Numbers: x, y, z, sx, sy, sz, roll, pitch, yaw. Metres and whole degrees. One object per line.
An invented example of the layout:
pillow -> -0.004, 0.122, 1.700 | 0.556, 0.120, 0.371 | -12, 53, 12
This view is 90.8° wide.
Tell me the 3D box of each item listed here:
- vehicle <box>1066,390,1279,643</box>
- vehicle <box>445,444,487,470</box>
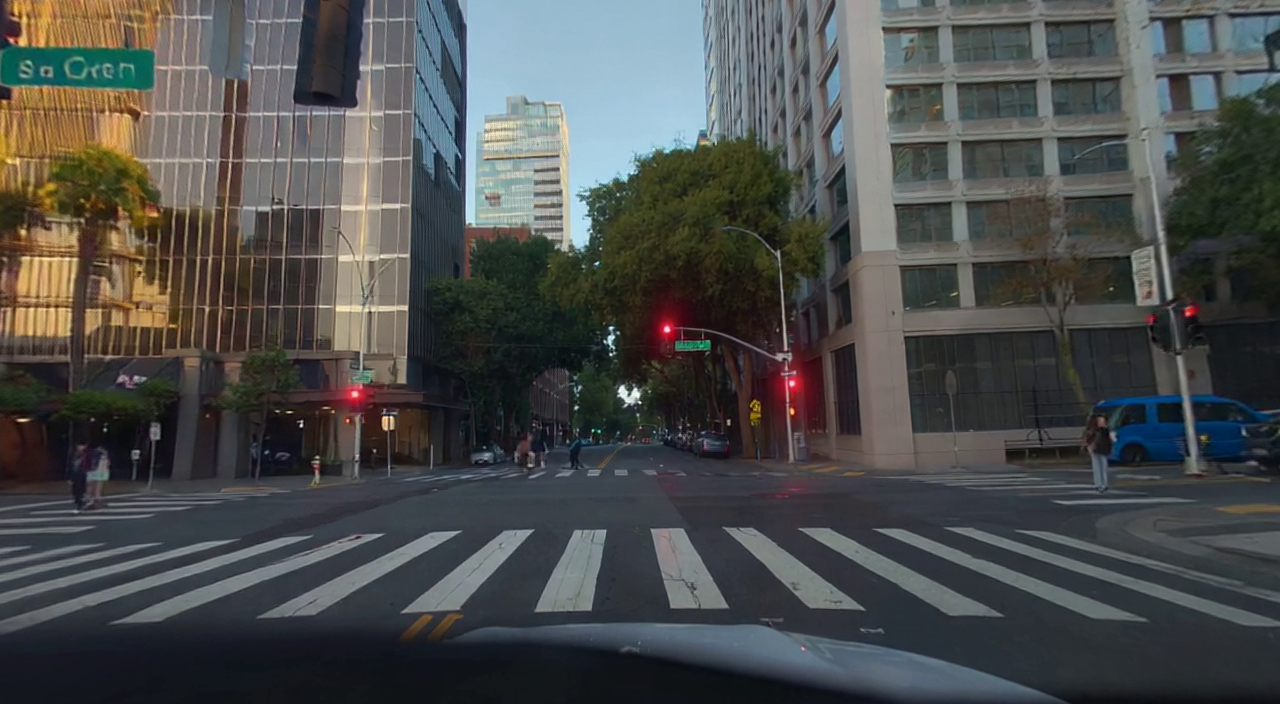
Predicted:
vehicle -> 5.651, 1.137, 4.241 | 2.070, 1.804, 4.881 | 0, -8, -1
vehicle -> -12.451, 7.506, 45.381 | 1.935, 1.639, 4.244 | -3, -8, -2
